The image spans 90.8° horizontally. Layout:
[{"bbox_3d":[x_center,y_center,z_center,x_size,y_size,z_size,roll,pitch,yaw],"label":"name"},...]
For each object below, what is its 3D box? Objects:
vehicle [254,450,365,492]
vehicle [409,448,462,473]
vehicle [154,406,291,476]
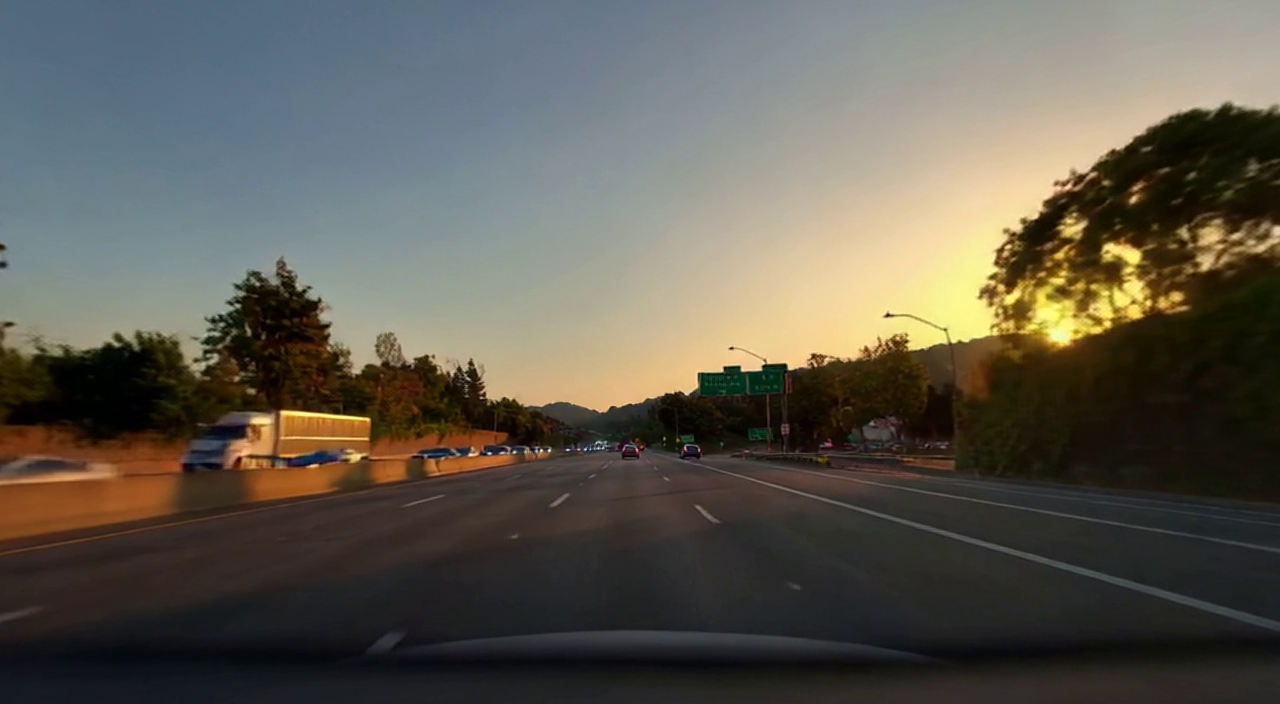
[{"bbox_3d":[-12.898,4.628,24.995,1.985,1.447,4.438,0,-9,0],"label":"vehicle"},{"bbox_3d":[-13.163,6.973,40.916,1.908,1.467,4.603,0,-9,0],"label":"vehicle"},{"bbox_3d":[-26.706,5.820,41.133,3.106,4.036,8.331,0,-9,0],"label":"vehicle"}]
